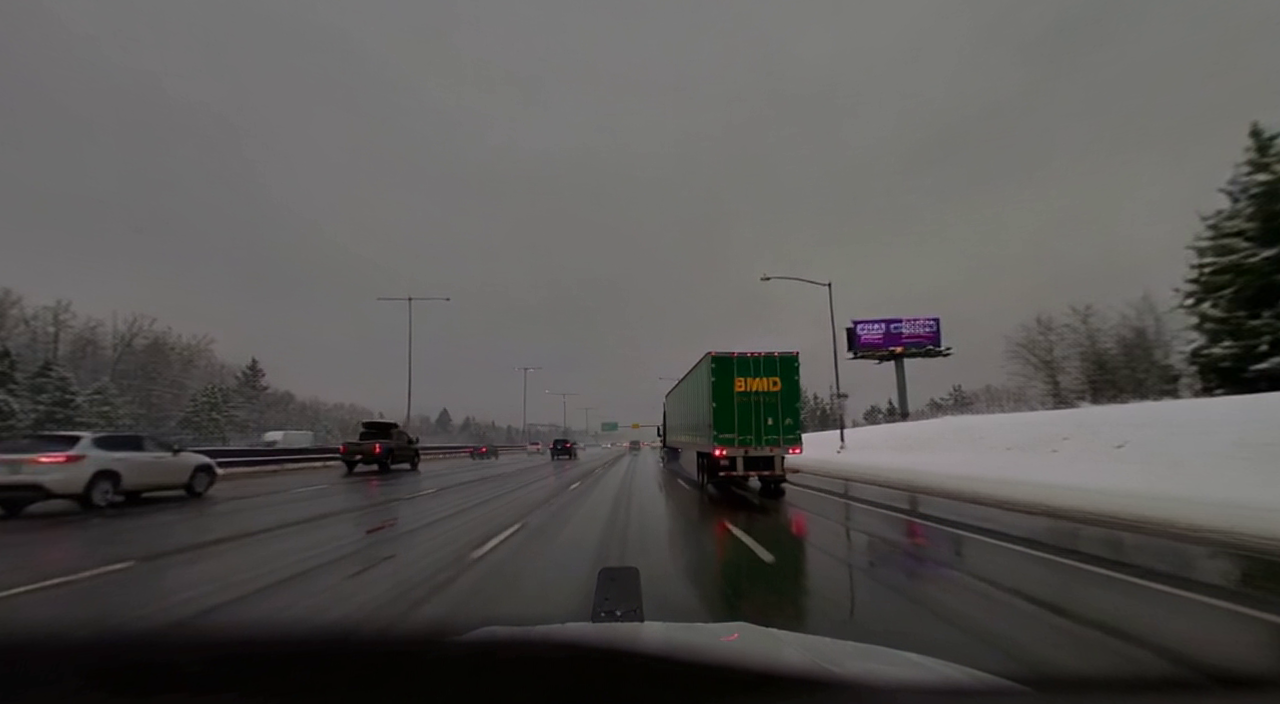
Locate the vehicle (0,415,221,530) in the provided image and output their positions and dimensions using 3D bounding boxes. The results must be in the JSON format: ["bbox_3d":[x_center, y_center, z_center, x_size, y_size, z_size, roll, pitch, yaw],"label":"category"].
[{"bbox_3d":[-10.483,2.136,11.724,2.045,1.697,4.844,0,-8,0],"label":"vehicle"}]

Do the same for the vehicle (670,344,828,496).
[{"bbox_3d":[3.167,2.846,23.963,2.891,3.944,15.051,0,-8,-2],"label":"vehicle"}]

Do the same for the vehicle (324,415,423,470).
[{"bbox_3d":[-13.759,4.758,33.155,2.307,2.571,6.260,0,-8,1],"label":"vehicle"}]
